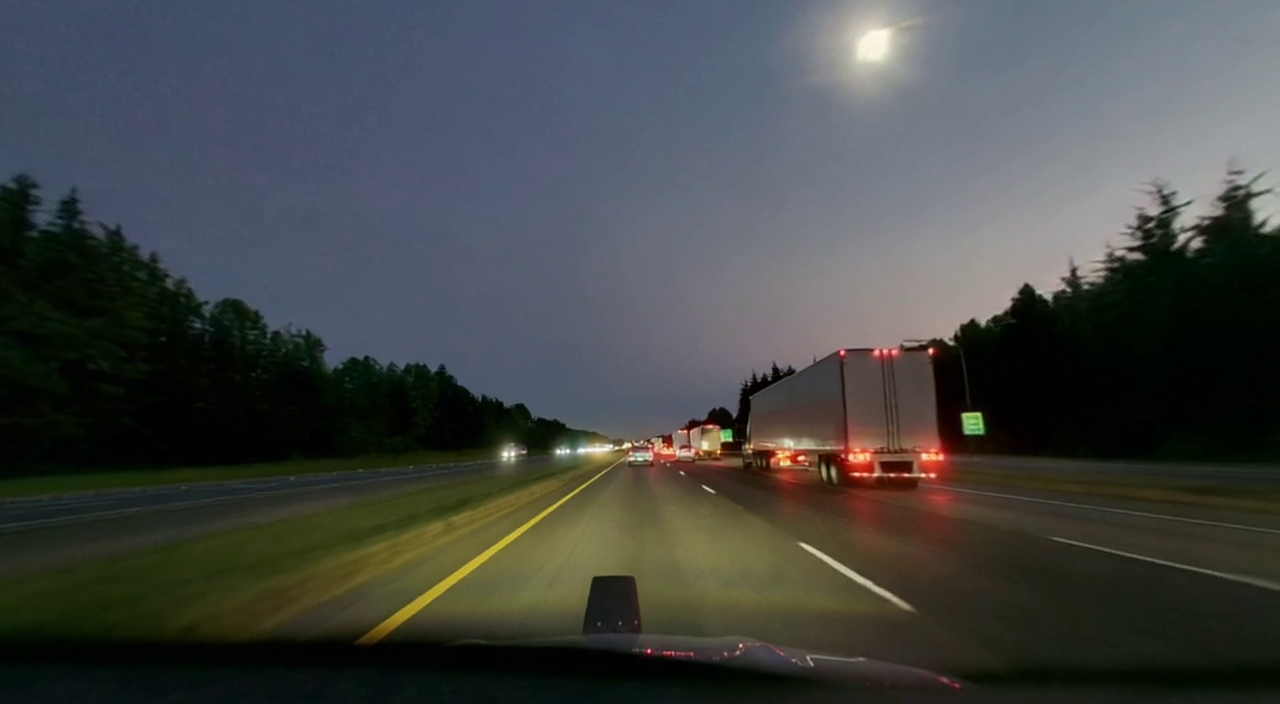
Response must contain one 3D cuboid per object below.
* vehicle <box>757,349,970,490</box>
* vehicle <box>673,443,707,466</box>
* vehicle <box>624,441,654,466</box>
[{"bbox_3d":[7.754,2.988,25.226,3.044,4.073,14.016,0,-9,-1],"label":"vehicle"},{"bbox_3d":[3.538,7.406,45.426,2.025,1.534,4.179,0,-9,-1],"label":"vehicle"},{"bbox_3d":[-0.112,7.524,46.701,2.114,1.706,4.106,0,-9,0],"label":"vehicle"}]
